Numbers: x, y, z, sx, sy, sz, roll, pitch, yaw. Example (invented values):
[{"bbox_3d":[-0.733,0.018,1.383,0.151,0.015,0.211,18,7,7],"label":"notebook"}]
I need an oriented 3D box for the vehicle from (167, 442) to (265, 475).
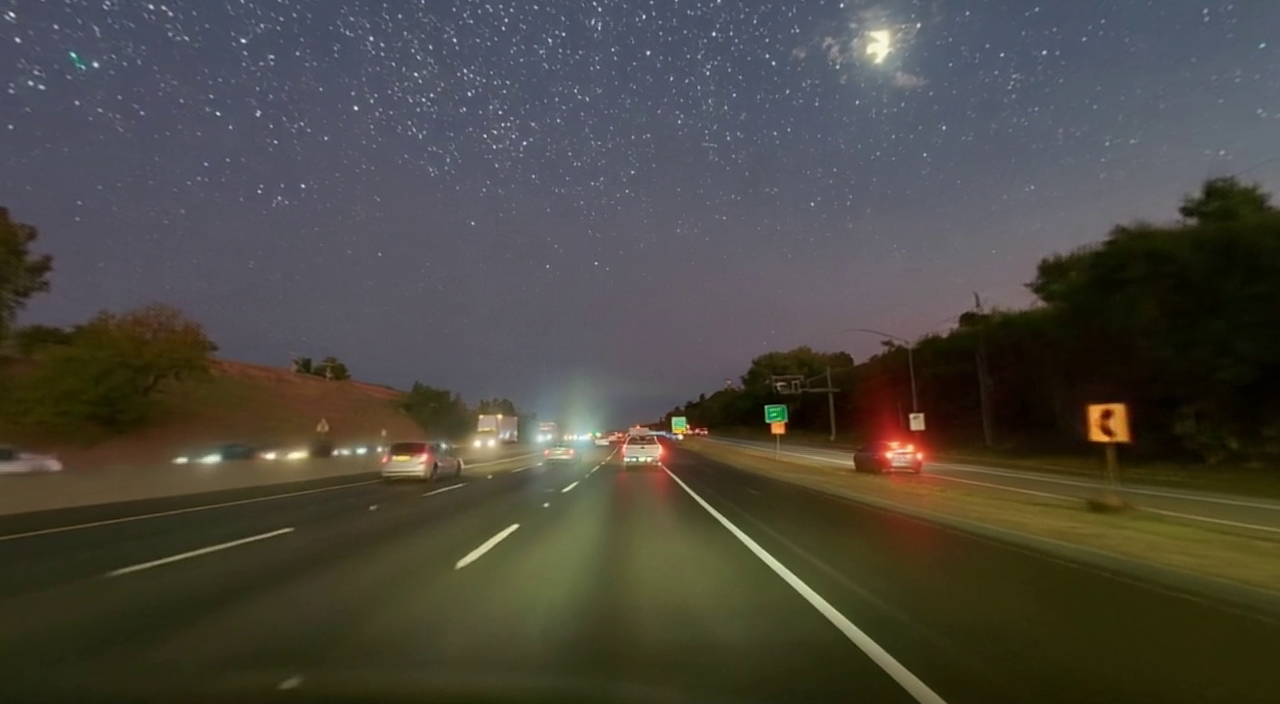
[{"bbox_3d":[-21.720,5.461,32.637,1.958,1.592,4.509,0,-8,-1],"label":"vehicle"}]

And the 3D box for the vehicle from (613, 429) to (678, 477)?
[{"bbox_3d":[0.185,4.005,25.244,2.378,1.750,4.355,0,-8,-1],"label":"vehicle"}]

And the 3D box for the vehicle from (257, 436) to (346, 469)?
[{"bbox_3d":[-17.325,5.178,32.664,2.019,1.594,4.622,0,-8,1],"label":"vehicle"}]

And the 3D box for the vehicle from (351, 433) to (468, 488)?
[{"bbox_3d":[-7.589,3.620,21.397,2.195,1.652,4.733,0,-8,0],"label":"vehicle"}]

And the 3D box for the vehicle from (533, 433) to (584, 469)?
[{"bbox_3d":[-4.168,5.146,33.044,2.044,1.717,4.421,0,-8,0],"label":"vehicle"}]
